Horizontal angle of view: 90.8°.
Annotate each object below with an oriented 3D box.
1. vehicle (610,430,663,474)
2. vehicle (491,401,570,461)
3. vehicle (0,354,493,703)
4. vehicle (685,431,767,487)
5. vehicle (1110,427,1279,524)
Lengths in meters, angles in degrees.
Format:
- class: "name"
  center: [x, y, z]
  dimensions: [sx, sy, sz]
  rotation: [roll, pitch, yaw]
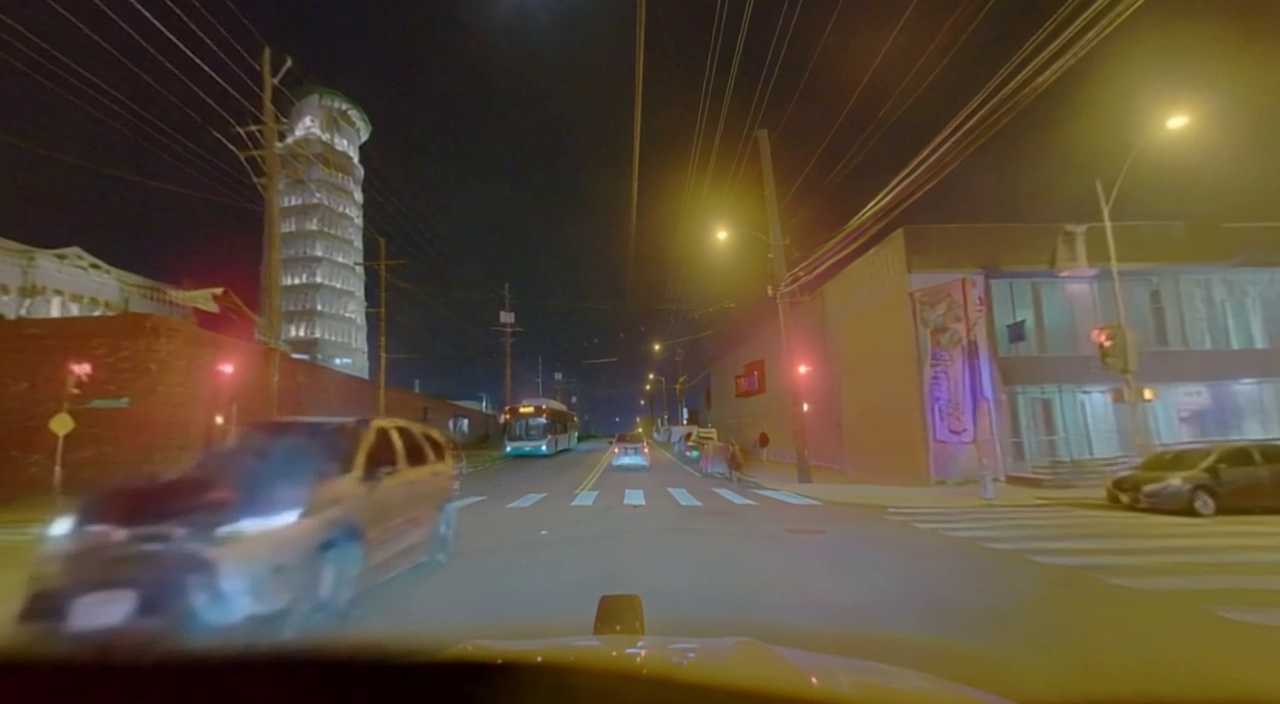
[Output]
- class: "vehicle"
  center: [-0.204, 4.374, 27.895]
  dimensions: [2.190, 1.783, 4.048]
  rotation: [0, -8, -2]
- class: "vehicle"
  center: [-6.757, 5.307, 41.405]
  dimensions: [3.297, 3.342, 12.875]
  rotation: [0, -8, -2]
- class: "vehicle"
  center: [-3.412, 1.389, 6.366]
  dimensions: [2.474, 1.926, 5.823]
  rotation: [0, -8, 0]
- class: "vehicle"
  center: [2.893, 3.753, 22.220]
  dimensions: [2.171, 1.751, 4.373]
  rotation: [0, -10, -1]
- class: "vehicle"
  center: [11.992, 2.265, 11.895]
  dimensions: [4.576, 1.650, 1.980]
  rotation: [-1, -8, 3]
